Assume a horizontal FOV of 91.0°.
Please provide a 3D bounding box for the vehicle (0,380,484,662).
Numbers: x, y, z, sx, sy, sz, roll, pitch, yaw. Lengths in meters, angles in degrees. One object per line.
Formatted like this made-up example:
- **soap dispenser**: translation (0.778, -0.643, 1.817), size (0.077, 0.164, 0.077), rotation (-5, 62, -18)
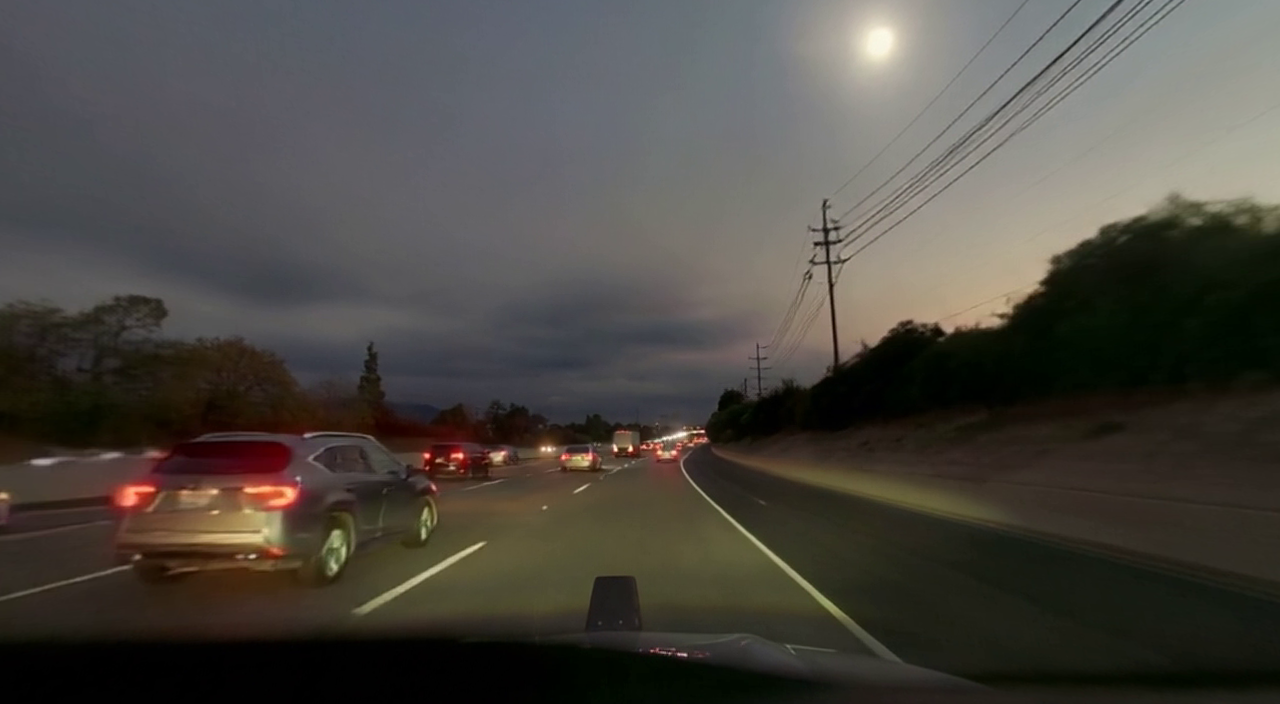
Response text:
- **vehicle**: translation (-3.428, 1.465, 6.597), size (2.202, 1.801, 4.959), rotation (0, -9, 1)

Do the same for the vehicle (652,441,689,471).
- **vehicle**: translation (1.856, 6.191, 37.481), size (2.038, 1.677, 4.219), rotation (-1, -9, 4)

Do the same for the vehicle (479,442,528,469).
- **vehicle**: translation (-9.409, 7.155, 43.719), size (2.097, 1.722, 4.981), rotation (-1, -9, 3)

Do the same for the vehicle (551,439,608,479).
- **vehicle**: translation (-2.667, 4.837, 28.627), size (1.976, 1.688, 4.124), rotation (-1, -9, 3)
